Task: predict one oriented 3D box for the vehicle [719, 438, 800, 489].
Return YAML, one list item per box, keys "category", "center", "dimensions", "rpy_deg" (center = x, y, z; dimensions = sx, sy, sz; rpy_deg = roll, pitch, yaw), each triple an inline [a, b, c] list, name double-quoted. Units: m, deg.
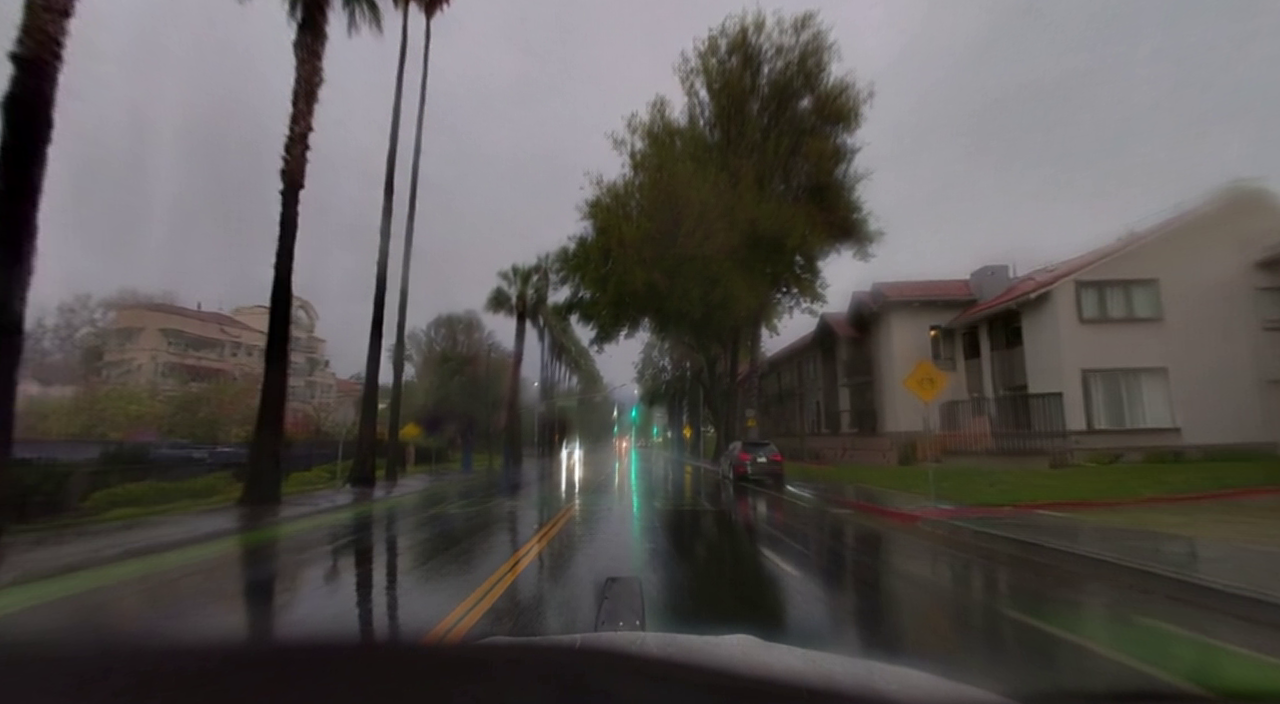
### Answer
- category: "vehicle"
  center: [4.251, 4.023, 23.206]
  dimensions: [1.997, 1.640, 4.494]
  rpy_deg: [0, -9, -1]
